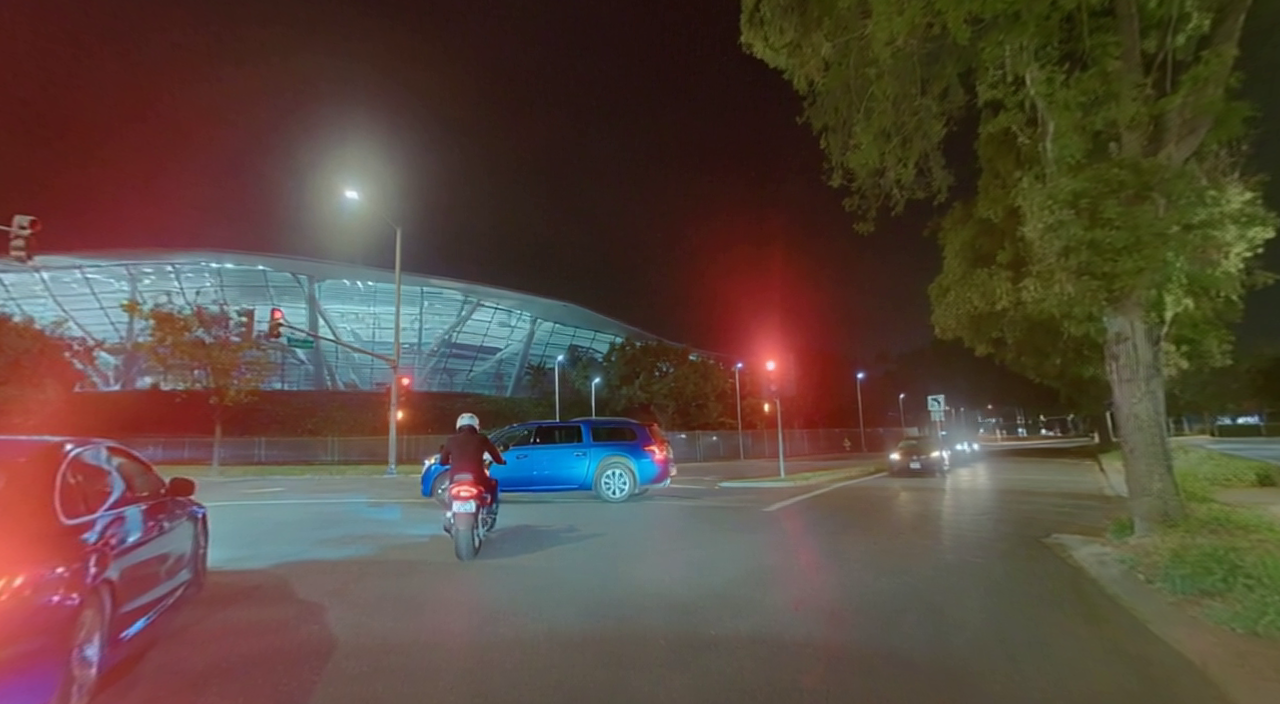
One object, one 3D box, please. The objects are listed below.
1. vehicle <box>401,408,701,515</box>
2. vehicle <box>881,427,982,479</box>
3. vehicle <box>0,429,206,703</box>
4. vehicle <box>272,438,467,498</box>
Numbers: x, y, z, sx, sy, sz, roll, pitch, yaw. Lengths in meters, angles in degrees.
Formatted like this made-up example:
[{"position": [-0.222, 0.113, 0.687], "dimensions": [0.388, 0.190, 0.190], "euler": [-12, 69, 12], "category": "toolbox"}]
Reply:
[{"position": [-1.868, 2.263, 13.506], "dimensions": [5.833, 1.960, 2.341], "euler": [2, -9, -16], "category": "vehicle"}, {"position": [10.622, 3.608, 22.798], "dimensions": [2.084, 1.656, 4.583], "euler": [-7, -11, 39], "category": "vehicle"}, {"position": [-4.323, 1.297, 4.283], "dimensions": [2.009, 1.450, 4.182], "euler": [6, -10, -36], "category": "vehicle"}, {"position": [-7.150, 3.087, 17.012], "dimensions": [4.401, 1.480, 1.864], "euler": [-1, -8, 3], "category": "vehicle"}]
